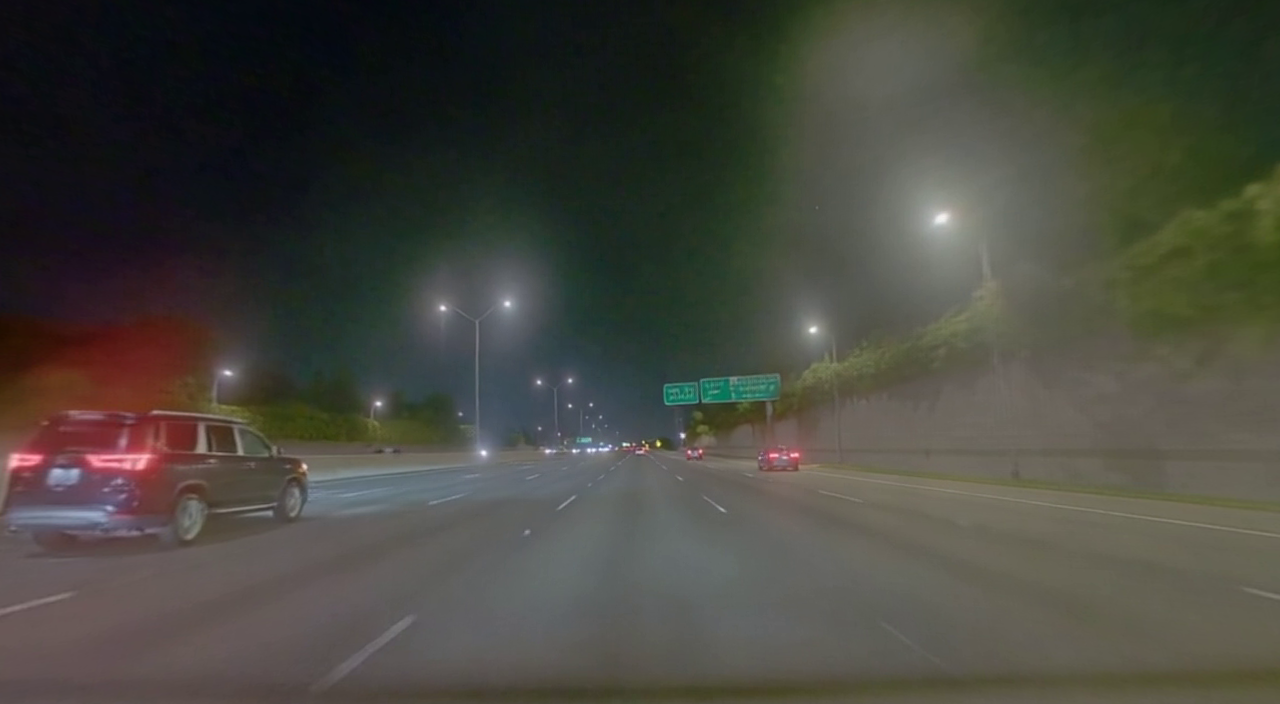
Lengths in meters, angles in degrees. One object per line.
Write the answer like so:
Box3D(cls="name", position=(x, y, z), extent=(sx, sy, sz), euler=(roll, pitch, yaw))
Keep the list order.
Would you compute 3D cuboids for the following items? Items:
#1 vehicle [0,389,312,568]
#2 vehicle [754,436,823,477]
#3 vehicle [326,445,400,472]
Box3D(cls="vehicle", position=(-7.692, 1.816, 9.724), extent=(2.431, 2.005, 5.166), euler=(0, -9, 0))
Box3D(cls="vehicle", position=(7.000, 4.995, 30.253), extent=(2.167, 1.781, 4.340), euler=(0, -9, -1))
Box3D(cls="vehicle", position=(-18.731, 7.231, 42.972), extent=(2.294, 1.719, 5.798), euler=(0, -9, 1))
